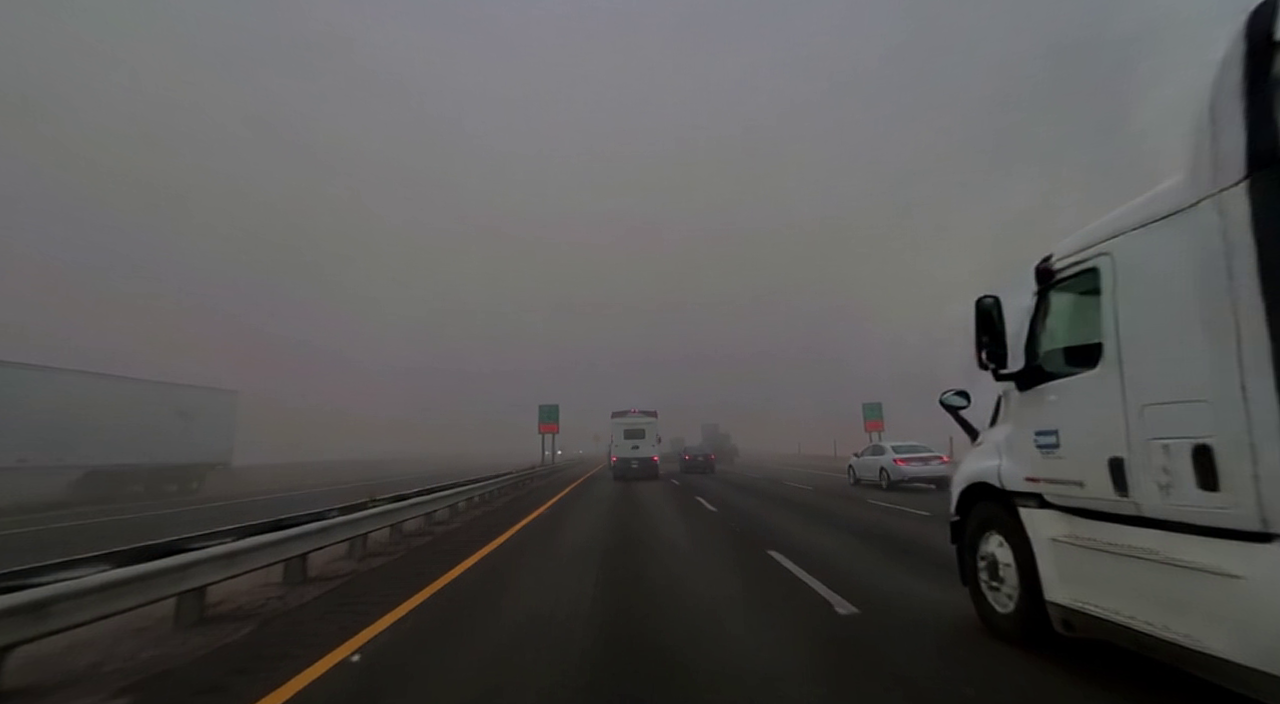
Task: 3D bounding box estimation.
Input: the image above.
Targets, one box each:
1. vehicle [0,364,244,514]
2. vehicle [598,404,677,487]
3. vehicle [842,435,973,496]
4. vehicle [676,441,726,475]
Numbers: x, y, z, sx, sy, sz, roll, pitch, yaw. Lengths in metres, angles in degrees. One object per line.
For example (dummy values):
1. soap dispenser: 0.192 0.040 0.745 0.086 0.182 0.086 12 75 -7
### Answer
1. vehicle: -17.859 3.007 21.460 2.923 4.093 8.576 0 -9 -1
2. vehicle: 0.076 3.583 24.053 2.506 2.743 6.093 -1 -9 5
3. vehicle: 7.475 3.210 17.987 1.988 1.534 3.763 0 -9 -1
4. vehicle: 3.122 5.541 32.997 2.127 1.642 3.899 0 -9 -1
